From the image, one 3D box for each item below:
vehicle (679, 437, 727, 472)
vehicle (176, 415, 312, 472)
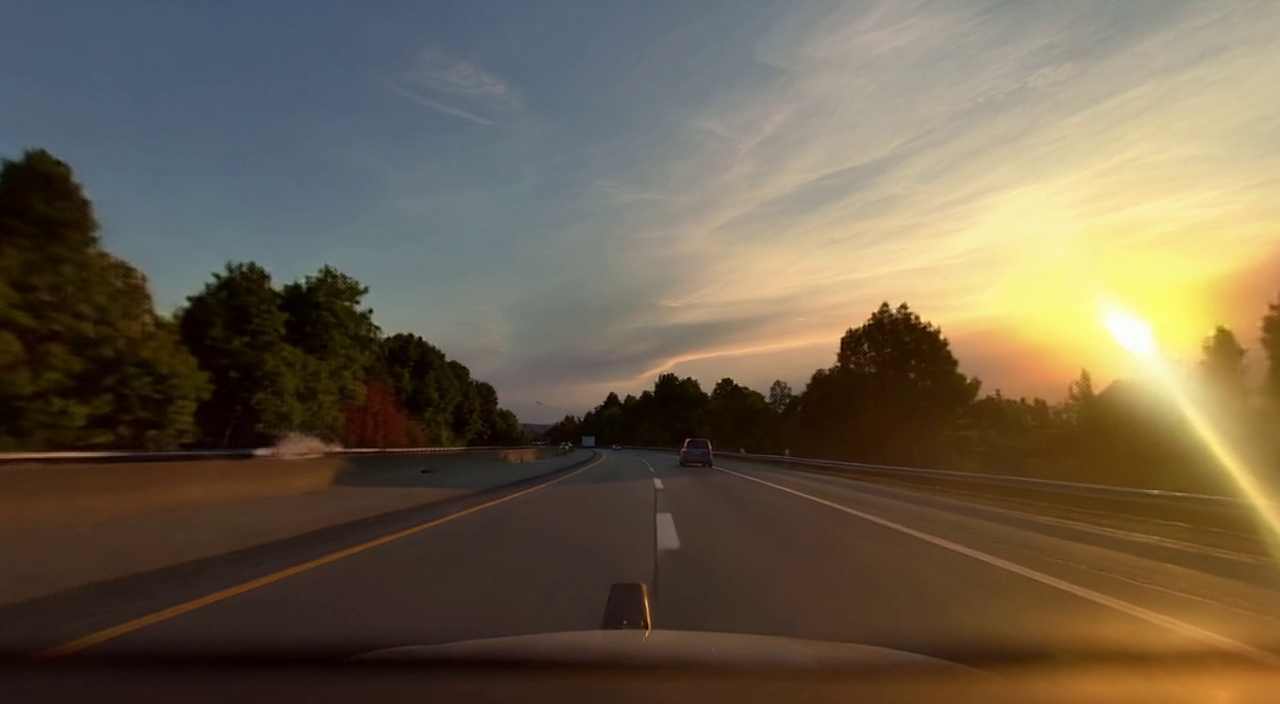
[{"bbox_3d":[3.301,5.431,33.676,2.079,1.729,4.380,0,-8,0],"label":"vehicle"},{"bbox_3d":[-14.775,3.464,23.889,2.054,1.939,4.675,0,-8,1],"label":"vehicle"}]
